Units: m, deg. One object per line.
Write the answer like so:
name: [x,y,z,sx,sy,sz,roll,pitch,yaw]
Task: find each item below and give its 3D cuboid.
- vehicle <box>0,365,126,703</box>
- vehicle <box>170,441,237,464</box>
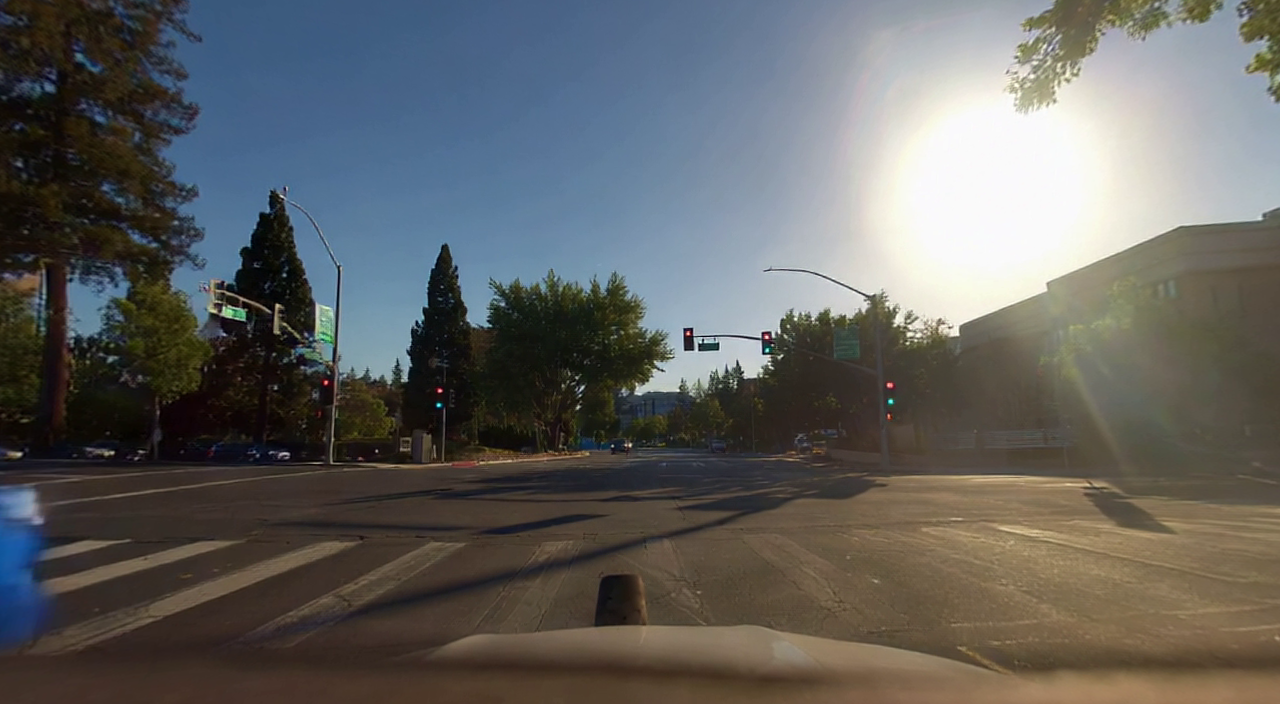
vehicle: [-4.032,0.705,1.104,2.134,1.768,4.580,-1,-8,4]
vehicle: [-29.141,6.702,42.066,1.696,1.431,3.686,0,-8,3]
